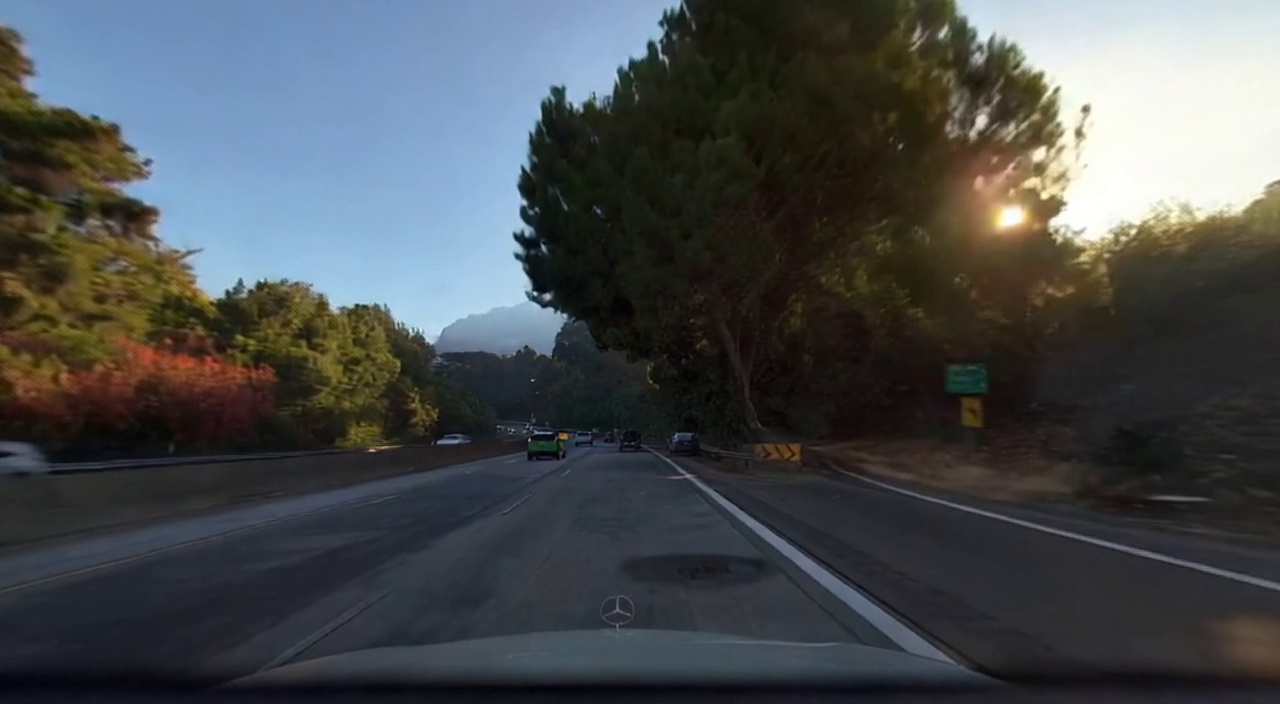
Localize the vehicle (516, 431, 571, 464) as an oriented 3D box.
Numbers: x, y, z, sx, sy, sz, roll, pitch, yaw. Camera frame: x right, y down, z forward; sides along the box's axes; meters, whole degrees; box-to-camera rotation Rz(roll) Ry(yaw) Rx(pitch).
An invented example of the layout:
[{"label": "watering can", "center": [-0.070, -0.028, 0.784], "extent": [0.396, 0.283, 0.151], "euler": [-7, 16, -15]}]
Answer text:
[{"label": "vehicle", "center": [-4.741, 4.739, 31.651], "extent": [2.023, 1.512, 4.804], "euler": [0, -8, 0]}]

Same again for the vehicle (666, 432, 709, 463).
[{"label": "vehicle", "center": [2.361, 4.771, 31.845], "extent": [1.869, 1.466, 3.356], "euler": [0, -8, -1]}]
